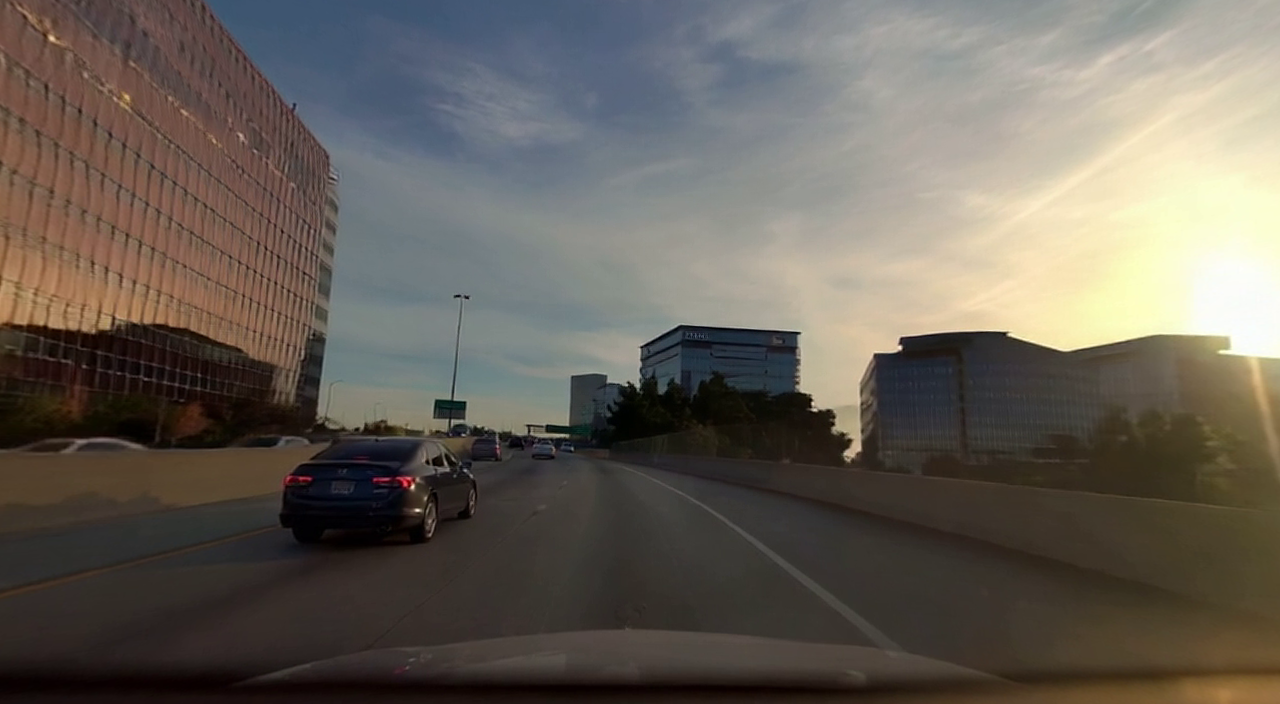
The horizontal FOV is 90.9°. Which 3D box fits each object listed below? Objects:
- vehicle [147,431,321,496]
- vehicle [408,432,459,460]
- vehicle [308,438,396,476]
[{"bbox_3d":[-10.813,2.993,17.288,1.957,1.514,4.528,0,-8,-3],"label":"vehicle"},{"bbox_3d":[-13.398,6.145,41.234,2.078,1.664,4.595,0,-8,-4],"label":"vehicle"},{"bbox_3d":[-12.015,4.391,26.630,1.950,1.437,4.326,0,-8,-5],"label":"vehicle"}]
